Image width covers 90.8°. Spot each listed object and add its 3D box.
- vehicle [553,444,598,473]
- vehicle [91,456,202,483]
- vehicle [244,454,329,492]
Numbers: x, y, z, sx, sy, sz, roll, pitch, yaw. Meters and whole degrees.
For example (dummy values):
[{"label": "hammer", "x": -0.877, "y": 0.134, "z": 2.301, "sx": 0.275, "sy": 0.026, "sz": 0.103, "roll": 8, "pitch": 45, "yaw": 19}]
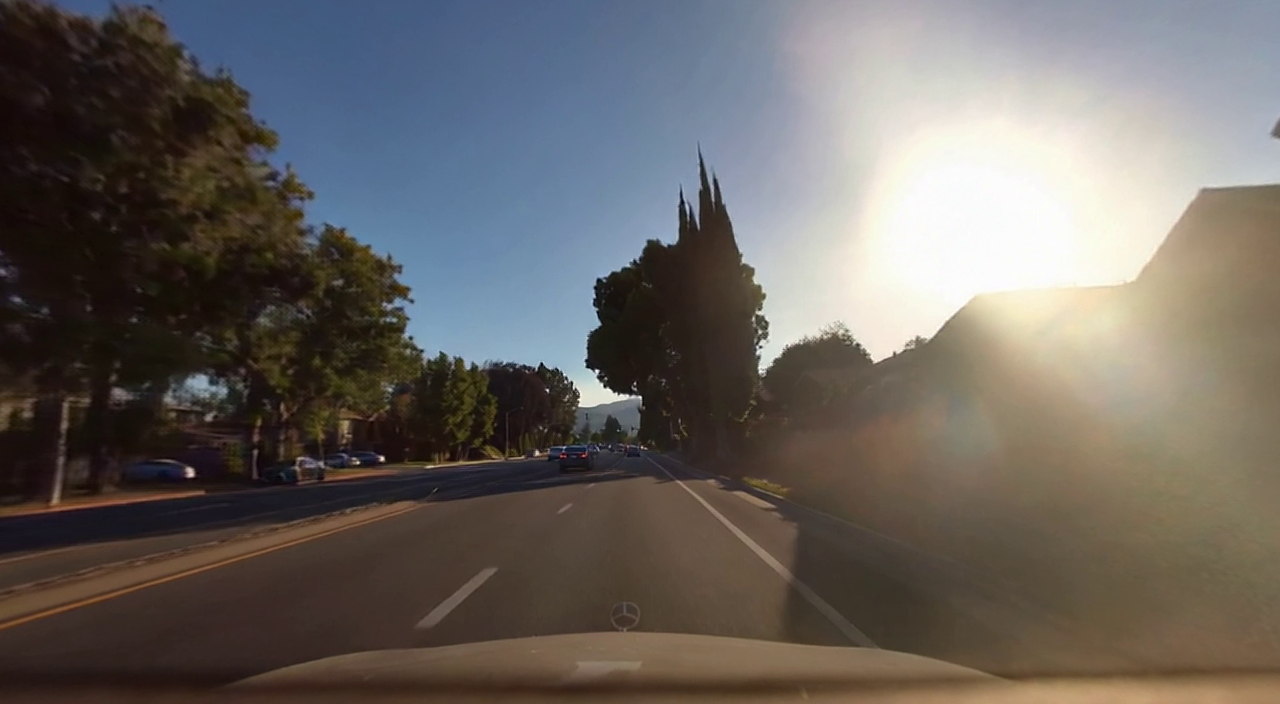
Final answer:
[{"label": "vehicle", "x": -3.450, "y": 5.743, "z": 34.363, "sx": 1.992, "sy": 1.447, "sz": 4.044, "roll": 0, "pitch": -8, "yaw": 0}, {"label": "vehicle", "x": -28.922, "y": 6.895, "z": 37.173, "sx": 4.612, "sy": 1.454, "sz": 2.016, "roll": 1, "pitch": -8, "yaw": -8}, {"label": "vehicle", "x": -17.701, "y": 6.012, "z": 31.860, "sx": 1.900, "sy": 1.474, "sz": 4.431, "roll": -4, "pitch": -7, "yaw": -2}]
